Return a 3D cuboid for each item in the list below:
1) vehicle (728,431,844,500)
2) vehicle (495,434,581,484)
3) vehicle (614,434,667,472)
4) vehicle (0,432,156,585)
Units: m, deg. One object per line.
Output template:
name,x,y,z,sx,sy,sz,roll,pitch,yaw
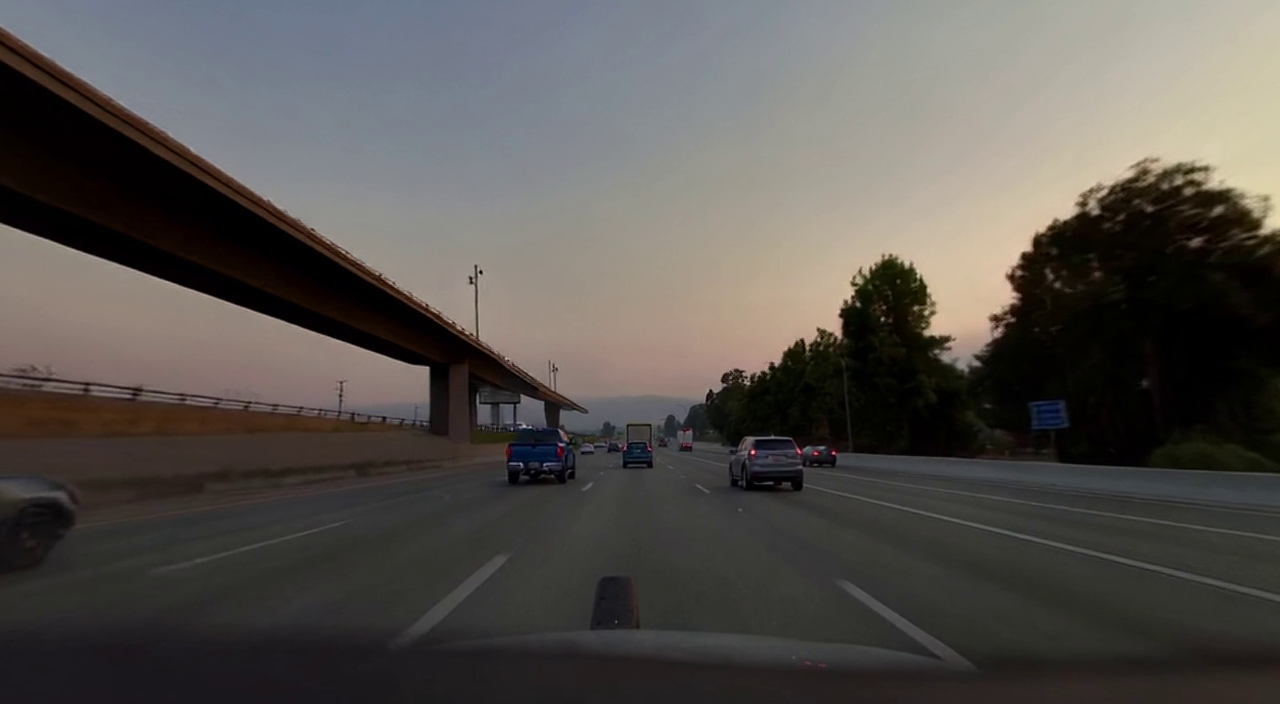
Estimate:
vehicle,3.801,3.048,17.285,2.119,1.653,4.000,0,-9,-1
vehicle,-3.785,4.099,24.485,2.535,1.715,5.030,0,-9,-1
vehicle,0.006,5.356,33.612,2.572,1.837,5.693,0,-9,0
vehicle,-7.065,1.424,5.579,1.947,1.444,4.595,0,-9,0
